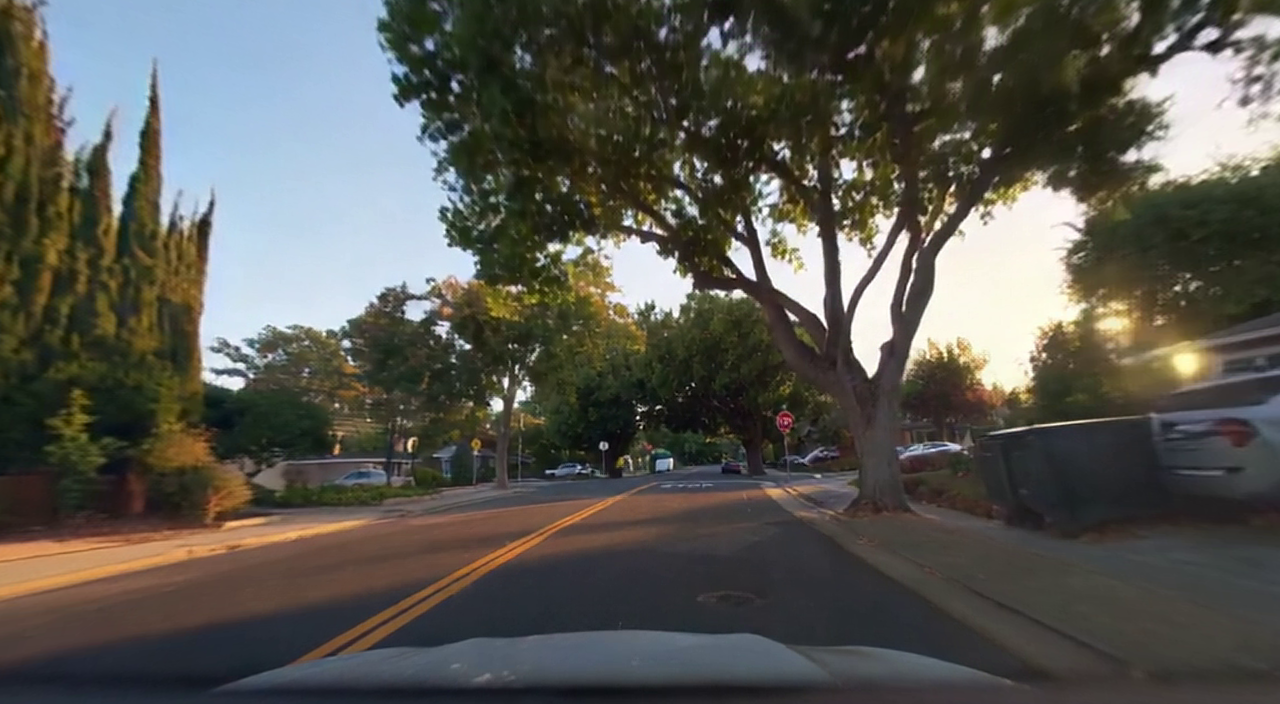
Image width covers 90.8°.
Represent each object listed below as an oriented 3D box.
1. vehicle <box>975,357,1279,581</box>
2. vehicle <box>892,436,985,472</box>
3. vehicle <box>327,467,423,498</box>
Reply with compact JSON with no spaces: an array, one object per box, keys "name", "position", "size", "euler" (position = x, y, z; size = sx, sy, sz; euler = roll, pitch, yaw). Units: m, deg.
[{"name":"vehicle","position":[6.489,1.315,7.670],"size":[2.163,1.885,4.804],"euler":[-1,-8,0]},{"name":"vehicle","position":[19.219,6.606,40.728],"size":[4.788,1.875,2.148],"euler":[0,-19,-9]},{"name":"vehicle","position":[-14.199,6.997,33.957],"size":[4.320,1.443,1.867],"euler":[0,-8,-2]}]
